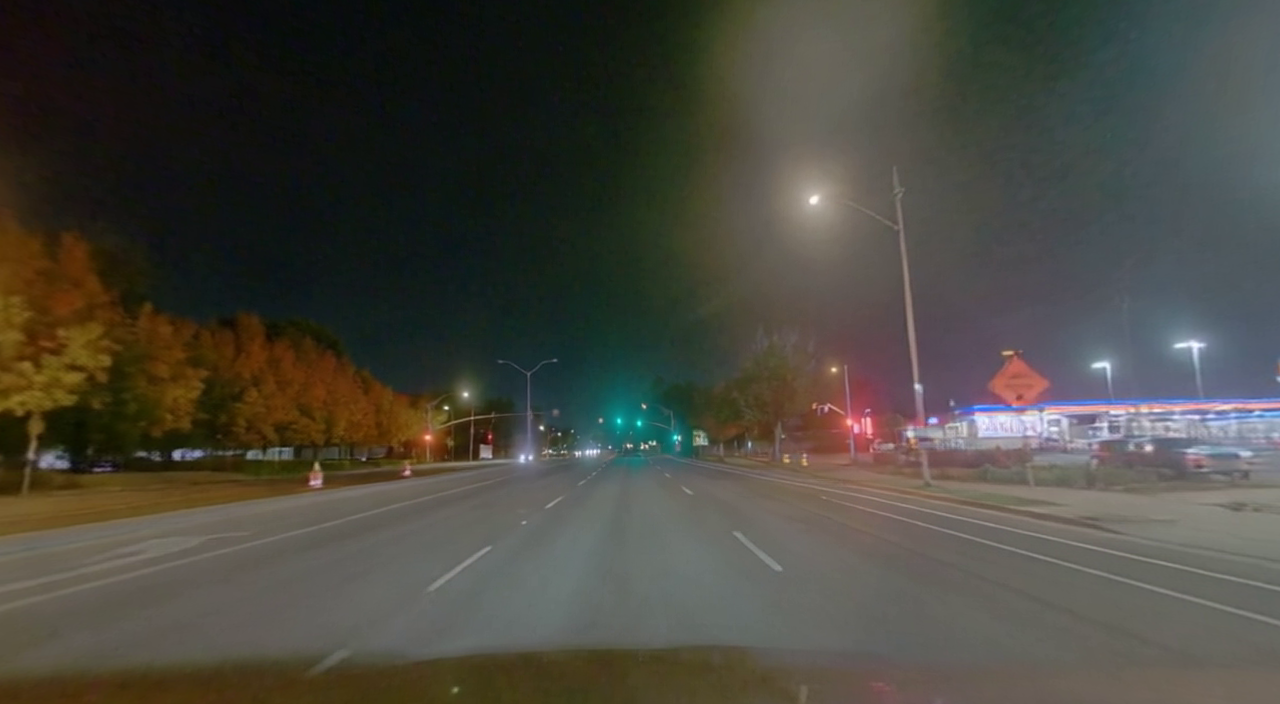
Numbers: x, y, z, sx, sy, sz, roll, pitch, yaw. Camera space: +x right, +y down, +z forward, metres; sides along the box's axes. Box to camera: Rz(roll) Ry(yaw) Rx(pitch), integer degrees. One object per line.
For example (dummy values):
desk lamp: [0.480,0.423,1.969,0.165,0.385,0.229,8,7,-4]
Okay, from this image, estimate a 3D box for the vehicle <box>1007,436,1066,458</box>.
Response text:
vehicle: [29.750,7.166,47.566,1.784,1.567,3.930,-1,-9,-1]

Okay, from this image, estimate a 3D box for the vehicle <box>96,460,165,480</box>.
vehicle: [-39.387,9.113,48.944,1.676,1.381,4.392,0,-8,1]

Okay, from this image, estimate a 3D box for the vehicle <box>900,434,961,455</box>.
vehicle: [20.707,6.616,45.110,3.526,1.430,1.698,0,-9,1]

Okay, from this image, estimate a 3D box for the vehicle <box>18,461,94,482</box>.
vehicle: [-45.002,9.183,48.784,1.876,1.475,4.116,0,-9,0]

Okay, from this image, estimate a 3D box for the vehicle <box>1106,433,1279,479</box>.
vehicle: [18.340,3.370,20.578,4.674,1.399,1.987,0,-8,0]
